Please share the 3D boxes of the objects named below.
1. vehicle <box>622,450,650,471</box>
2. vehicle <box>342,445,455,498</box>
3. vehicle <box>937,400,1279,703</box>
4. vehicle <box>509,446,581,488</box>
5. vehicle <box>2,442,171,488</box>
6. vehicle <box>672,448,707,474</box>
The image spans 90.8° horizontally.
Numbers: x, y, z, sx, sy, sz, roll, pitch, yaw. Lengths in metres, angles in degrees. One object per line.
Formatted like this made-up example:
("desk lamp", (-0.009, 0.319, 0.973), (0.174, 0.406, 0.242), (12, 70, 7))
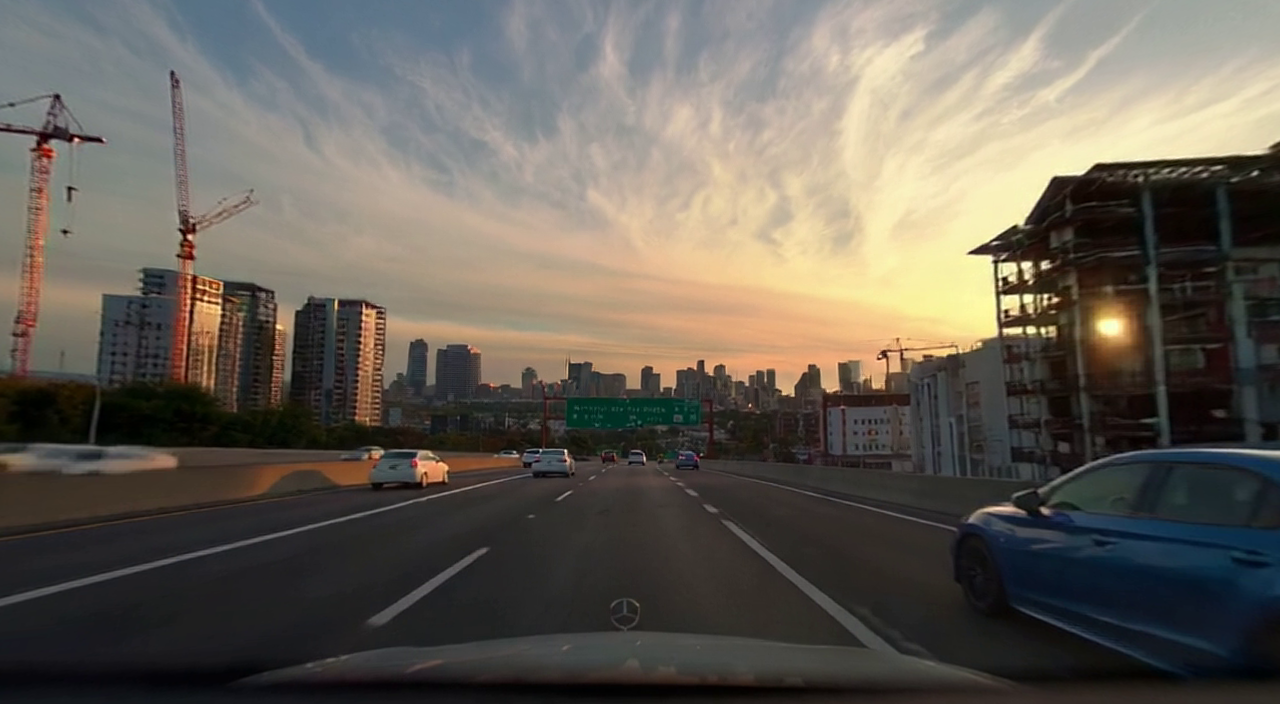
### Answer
("vehicle", (-0.313, 8.234, 48.167), (2.019, 1.472, 3.971), (0, -8, 0))
("vehicle", (-7.612, 3.777, 20.452), (1.951, 1.528, 4.209), (0, -8, 1))
("vehicle", (3.259, 0.948, 2.445), (1.995, 1.486, 4.463), (0, -8, -1))
("vehicle", (-3.719, 4.559, 25.547), (2.136, 1.512, 4.488), (0, -8, 1))
("vehicle", (-19.609, 3.987, 22.736), (1.800, 1.465, 4.722), (0, -8, 0))
("vehicle", (3.274, 7.296, 42.641), (1.978, 1.602, 4.092), (0, -8, -1))
